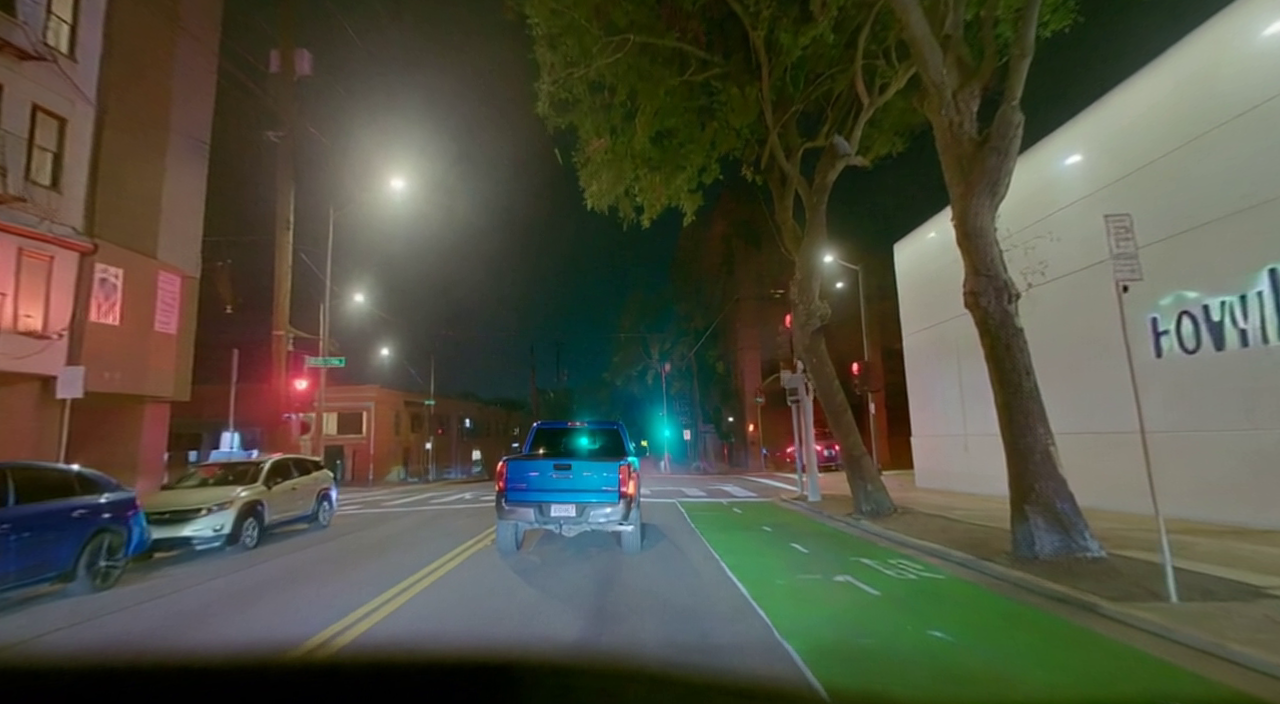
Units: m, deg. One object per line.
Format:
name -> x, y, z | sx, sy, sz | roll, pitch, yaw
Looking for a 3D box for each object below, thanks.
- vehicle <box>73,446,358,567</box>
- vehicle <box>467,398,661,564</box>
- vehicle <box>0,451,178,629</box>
vehicle -> -7.440, 2.669, 11.948 | 1.884, 1.730, 5.076 | 0, -8, 0
vehicle -> -0.863, 1.820, 9.645 | 2.215, 1.882, 4.611 | 0, -8, 0
vehicle -> -7.178, 1.884, 6.308 | 1.882, 1.686, 4.489 | -1, -8, -3
